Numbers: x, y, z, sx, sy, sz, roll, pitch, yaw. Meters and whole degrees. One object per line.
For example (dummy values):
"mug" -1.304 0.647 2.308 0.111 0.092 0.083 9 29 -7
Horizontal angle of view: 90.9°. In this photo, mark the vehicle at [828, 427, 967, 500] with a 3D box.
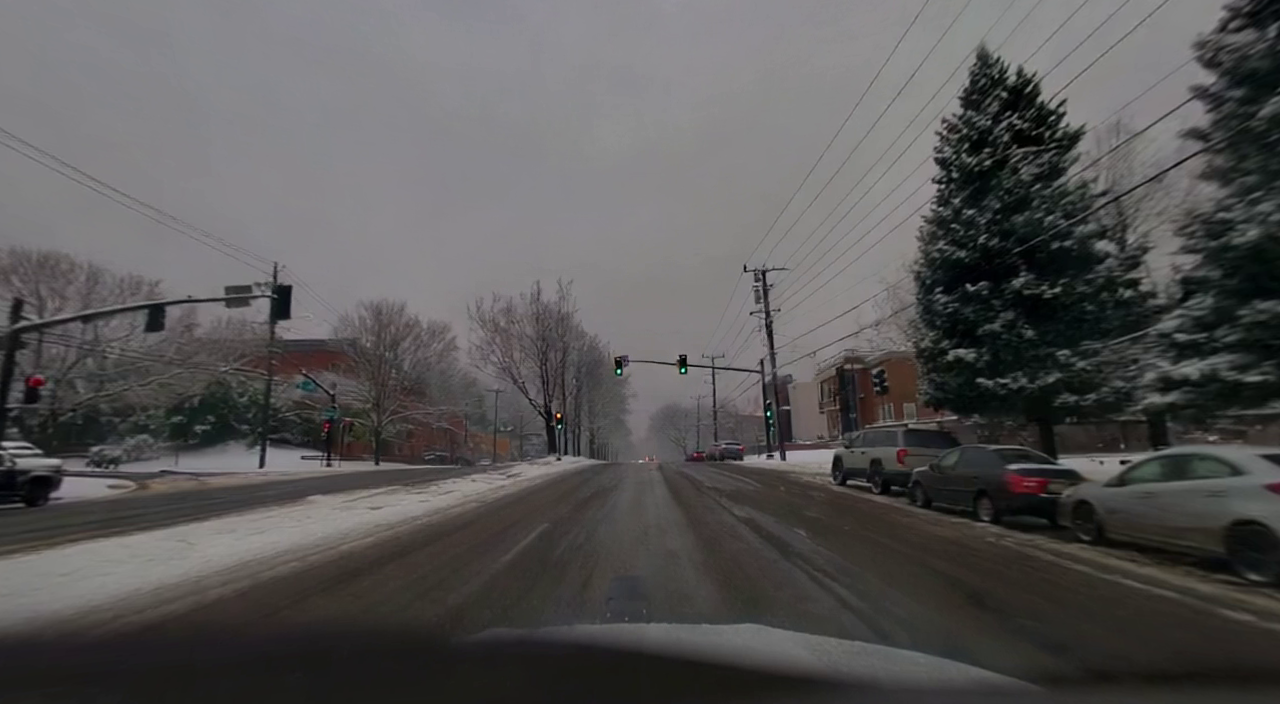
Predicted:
"vehicle" 6.939 3.044 17.608 1.988 1.740 4.498 0 -9 1

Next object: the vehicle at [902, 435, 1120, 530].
"vehicle" 6.831 2.411 12.213 1.796 1.512 4.016 0 -9 1

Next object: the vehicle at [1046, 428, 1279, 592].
"vehicle" 6.869 1.622 6.890 1.848 1.499 4.562 0 -8 1
